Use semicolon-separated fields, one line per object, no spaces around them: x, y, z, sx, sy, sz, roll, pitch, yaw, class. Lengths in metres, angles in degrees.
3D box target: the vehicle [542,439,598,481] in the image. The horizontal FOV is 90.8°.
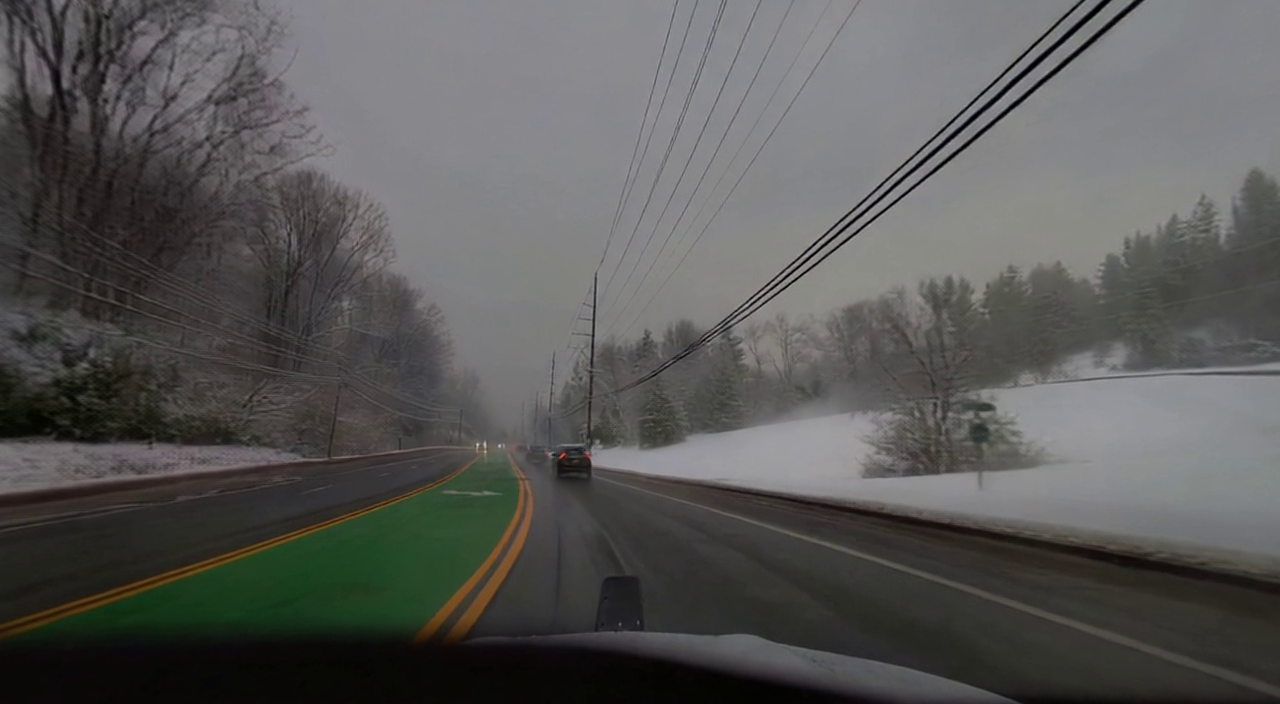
-3.405;5.058;29.908;2.140;1.767;4.720;2;-9;-12;vehicle
